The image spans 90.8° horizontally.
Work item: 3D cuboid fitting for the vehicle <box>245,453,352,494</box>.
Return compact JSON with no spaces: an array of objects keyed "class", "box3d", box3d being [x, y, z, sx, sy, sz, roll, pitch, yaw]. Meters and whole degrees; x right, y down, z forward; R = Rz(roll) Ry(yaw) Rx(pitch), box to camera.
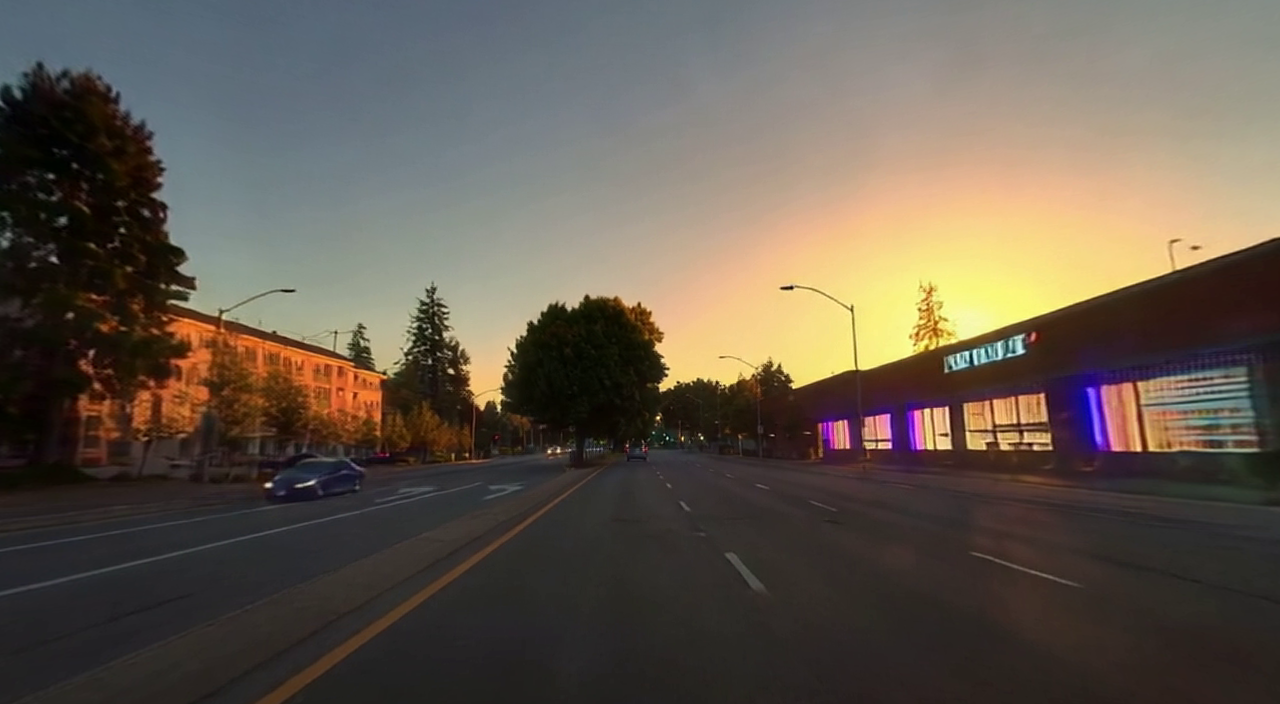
[{"class":"vehicle","box3d":[-14.370,5.117,26.978,1.896,1.485,4.655,0,-8,1]}]
